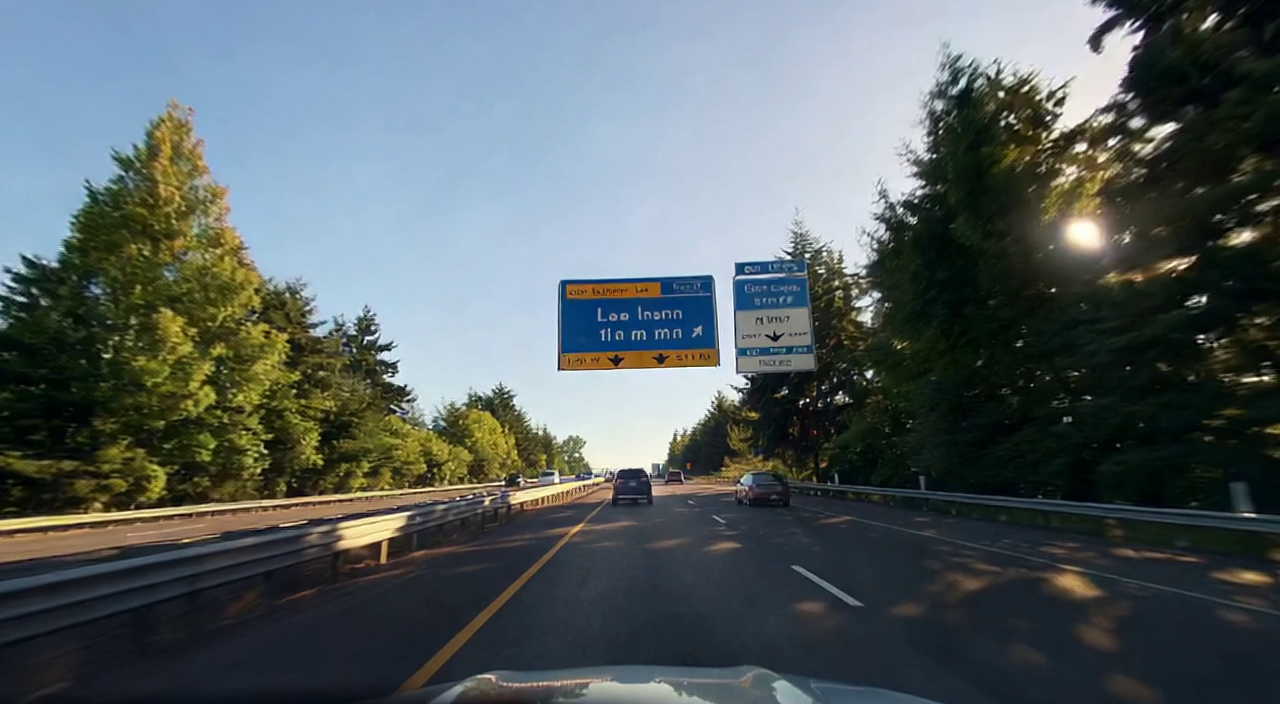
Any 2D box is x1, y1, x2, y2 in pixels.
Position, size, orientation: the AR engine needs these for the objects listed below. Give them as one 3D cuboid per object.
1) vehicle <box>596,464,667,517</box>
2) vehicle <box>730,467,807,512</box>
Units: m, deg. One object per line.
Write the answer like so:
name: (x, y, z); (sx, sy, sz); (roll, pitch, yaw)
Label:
vehicle: (-0.231, 4.394, 20.307); (2.060, 1.473, 3.726); (1, -10, 0)
vehicle: (4.682, 5.069, 23.603); (1.974, 1.476, 4.119); (1, -10, -1)
